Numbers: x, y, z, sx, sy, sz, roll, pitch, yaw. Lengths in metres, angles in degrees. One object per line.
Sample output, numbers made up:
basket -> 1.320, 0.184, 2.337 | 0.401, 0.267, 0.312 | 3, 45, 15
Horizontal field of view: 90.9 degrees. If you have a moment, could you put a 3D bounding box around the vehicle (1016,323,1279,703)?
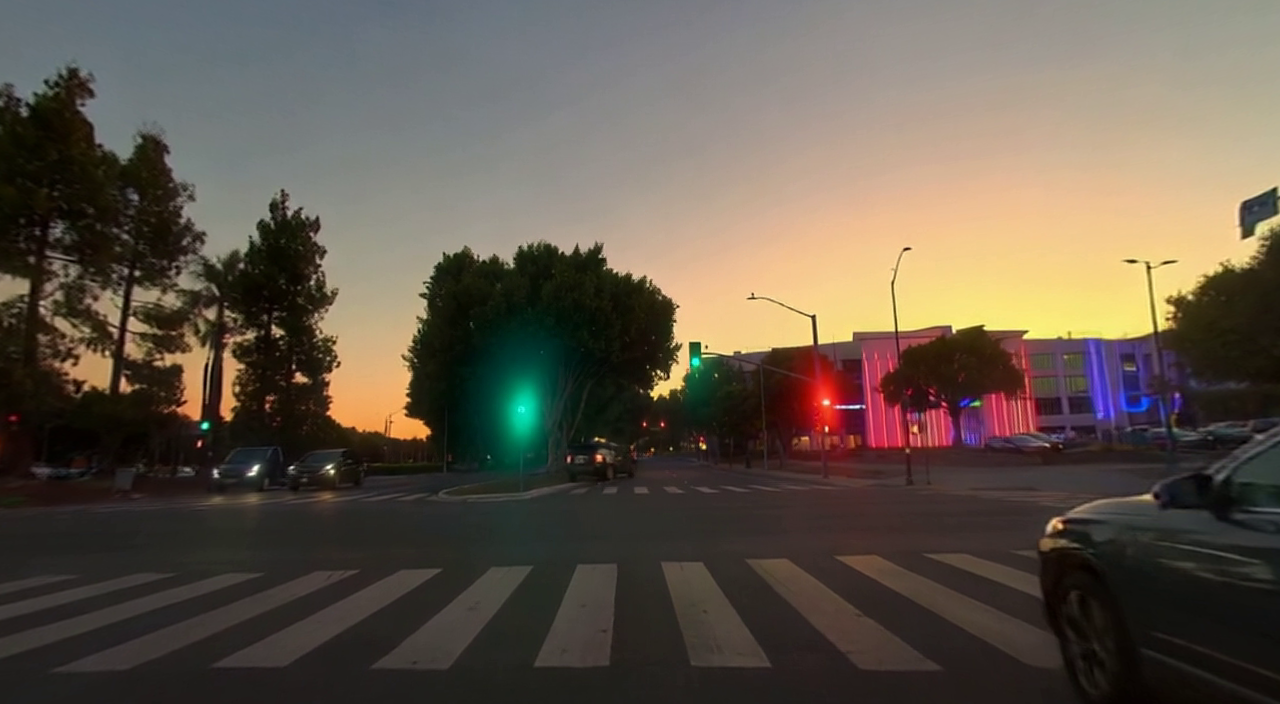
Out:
vehicle -> 3.649, 0.707, 2.002 | 2.301, 1.767, 4.289 | 0, -8, 1

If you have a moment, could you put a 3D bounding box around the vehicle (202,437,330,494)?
vehicle -> -18.656, 5.645, 31.963 | 2.557, 2.580, 5.856 | -1, -8, 4

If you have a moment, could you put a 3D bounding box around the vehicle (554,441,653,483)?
vehicle -> -1.473, 4.695, 27.271 | 2.153, 1.658, 4.569 | -5, -10, 29

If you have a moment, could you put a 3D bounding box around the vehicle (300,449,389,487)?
vehicle -> -14.892, 5.834, 32.100 | 2.169, 1.753, 4.640 | 0, -8, 1
